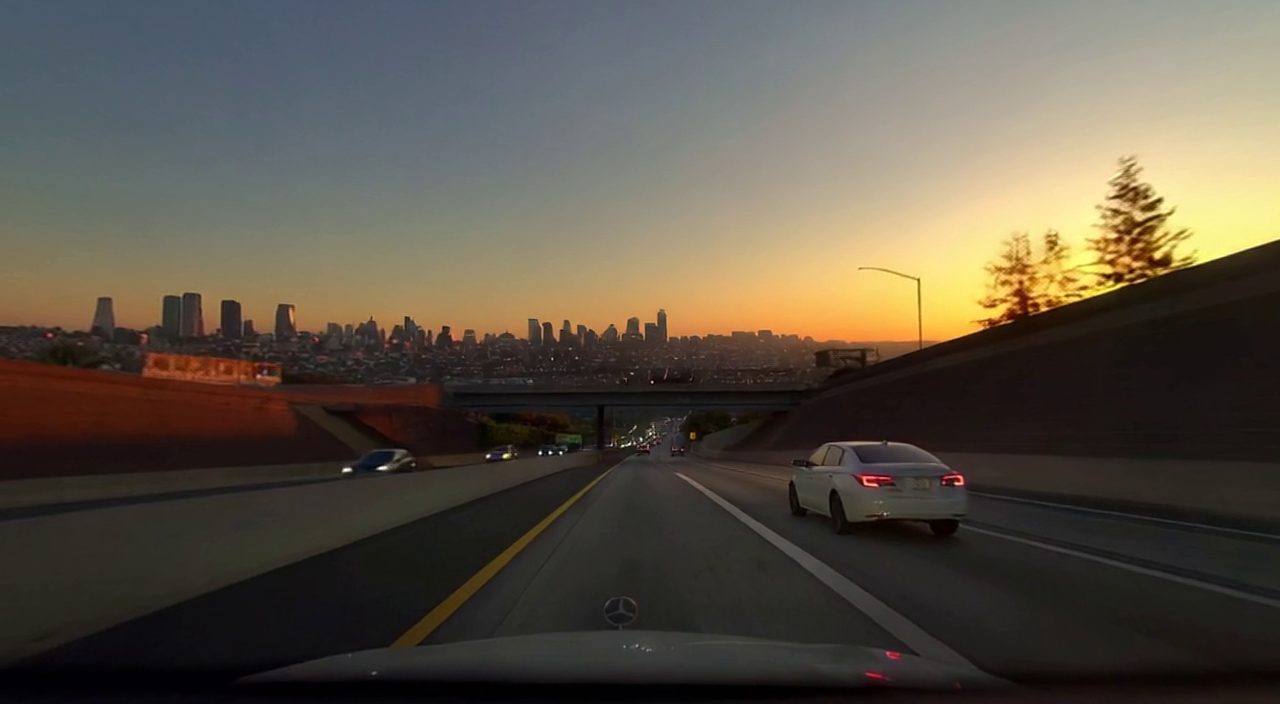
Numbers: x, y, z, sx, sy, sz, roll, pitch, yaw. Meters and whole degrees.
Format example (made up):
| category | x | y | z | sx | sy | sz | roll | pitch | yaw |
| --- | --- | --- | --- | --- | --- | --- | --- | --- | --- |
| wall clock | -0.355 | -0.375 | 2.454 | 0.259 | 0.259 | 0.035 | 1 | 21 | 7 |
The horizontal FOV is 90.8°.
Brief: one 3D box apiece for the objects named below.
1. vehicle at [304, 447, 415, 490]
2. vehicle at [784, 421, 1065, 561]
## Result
| category | x | y | z | sx | sy | sz | roll | pitch | yaw |
| --- | --- | --- | --- | --- | --- | --- | --- | --- | --- |
| vehicle | -11.074 | 4.611 | 25.430 | 2.137 | 1.543 | 5.021 | 0 | -8 | 1 |
| vehicle | 3.677 | 1.880 | 9.337 | 1.982 | 1.533 | 4.612 | 0 | -8 | 0 |
